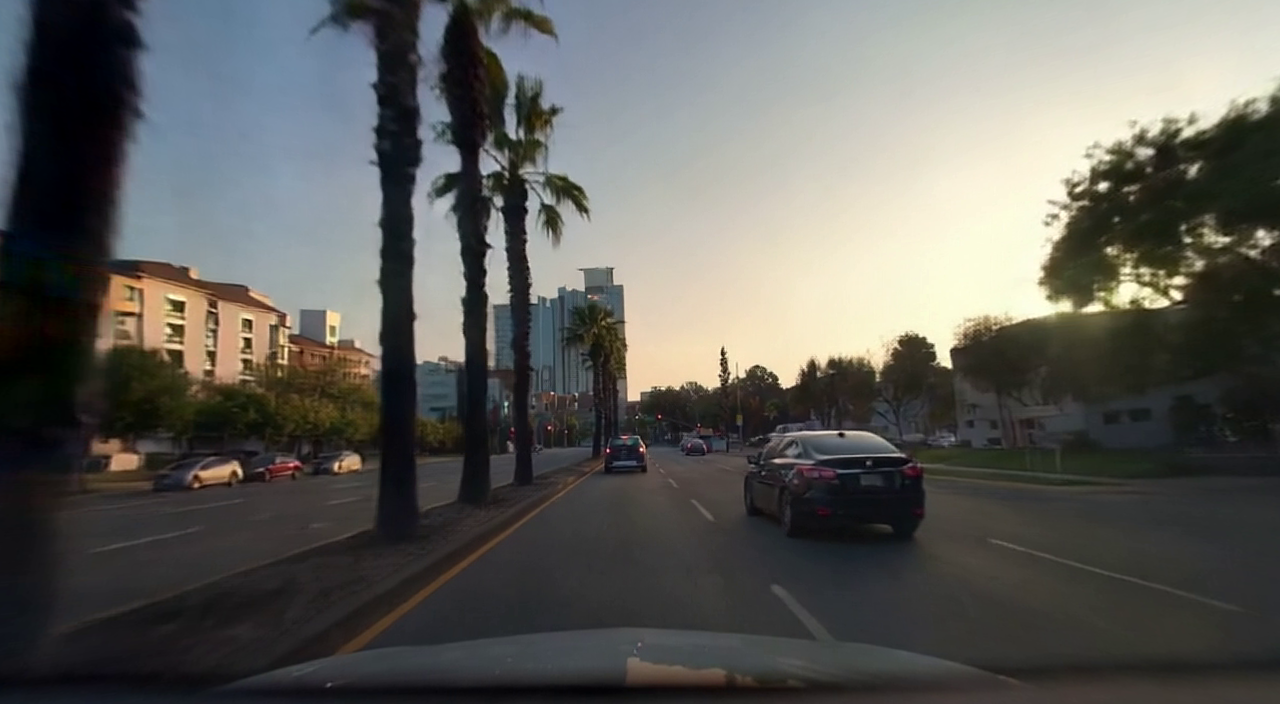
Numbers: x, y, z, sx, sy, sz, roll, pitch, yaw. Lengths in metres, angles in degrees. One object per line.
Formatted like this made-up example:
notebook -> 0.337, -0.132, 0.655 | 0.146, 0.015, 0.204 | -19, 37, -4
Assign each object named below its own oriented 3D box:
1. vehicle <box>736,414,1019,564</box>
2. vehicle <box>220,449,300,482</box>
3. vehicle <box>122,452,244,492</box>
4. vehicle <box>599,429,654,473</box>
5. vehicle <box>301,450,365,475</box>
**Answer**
vehicle -> 2.897, 1.807, 9.112 | 2.195, 1.590, 4.668 | 0, -8, -1
vehicle -> -19.762, 5.894, 32.938 | 1.753, 1.600, 4.040 | 0, -8, -2
vehicle -> -19.497, 5.121, 27.145 | 1.920, 1.505, 4.351 | 0, -8, 1
vehicle -> -0.576, 4.398, 28.107 | 2.277, 1.816, 4.192 | 0, -8, -1
vehicle -> -19.599, 7.047, 40.403 | 1.847, 1.466, 4.530 | 0, -8, -1
